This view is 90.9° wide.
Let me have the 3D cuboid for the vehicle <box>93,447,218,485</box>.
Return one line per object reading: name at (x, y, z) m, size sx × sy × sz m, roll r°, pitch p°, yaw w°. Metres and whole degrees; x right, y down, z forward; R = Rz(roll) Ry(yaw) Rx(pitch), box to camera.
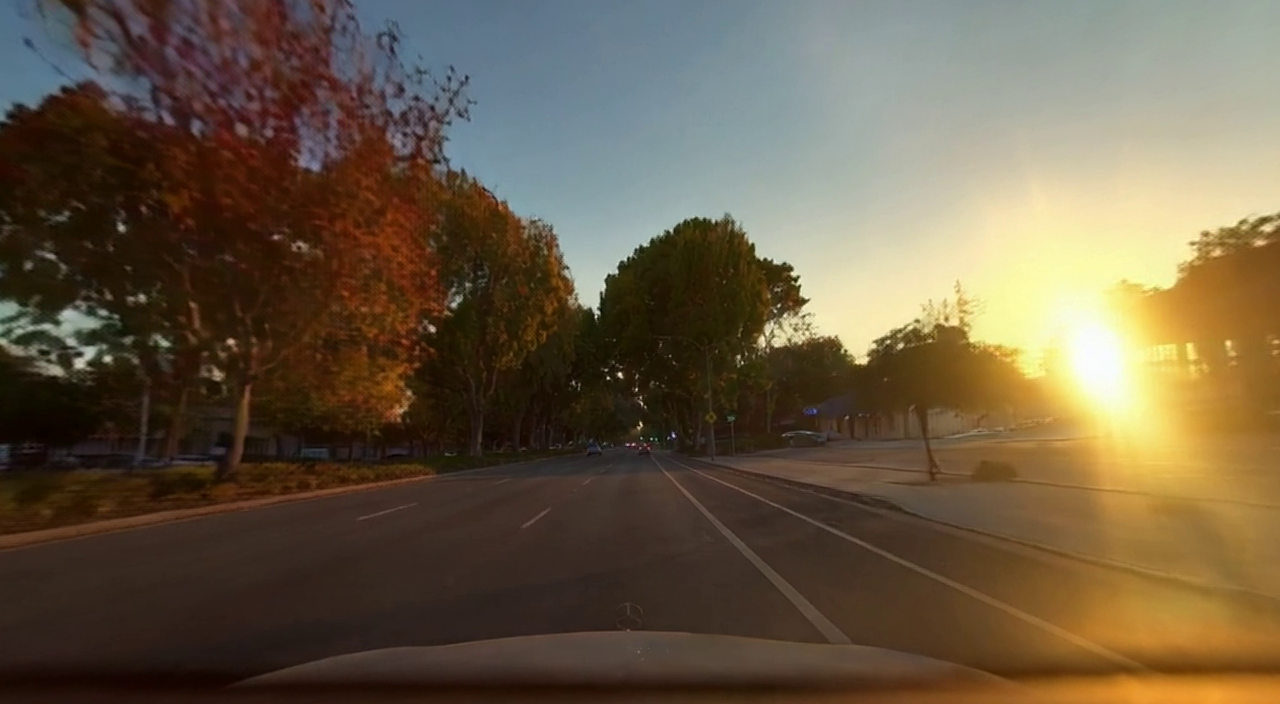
vehicle at (-27.157, 6.376, 35.720) m, size 2.400 × 1.926 × 5.817 m, roll 0°, pitch -9°, yaw 1°
